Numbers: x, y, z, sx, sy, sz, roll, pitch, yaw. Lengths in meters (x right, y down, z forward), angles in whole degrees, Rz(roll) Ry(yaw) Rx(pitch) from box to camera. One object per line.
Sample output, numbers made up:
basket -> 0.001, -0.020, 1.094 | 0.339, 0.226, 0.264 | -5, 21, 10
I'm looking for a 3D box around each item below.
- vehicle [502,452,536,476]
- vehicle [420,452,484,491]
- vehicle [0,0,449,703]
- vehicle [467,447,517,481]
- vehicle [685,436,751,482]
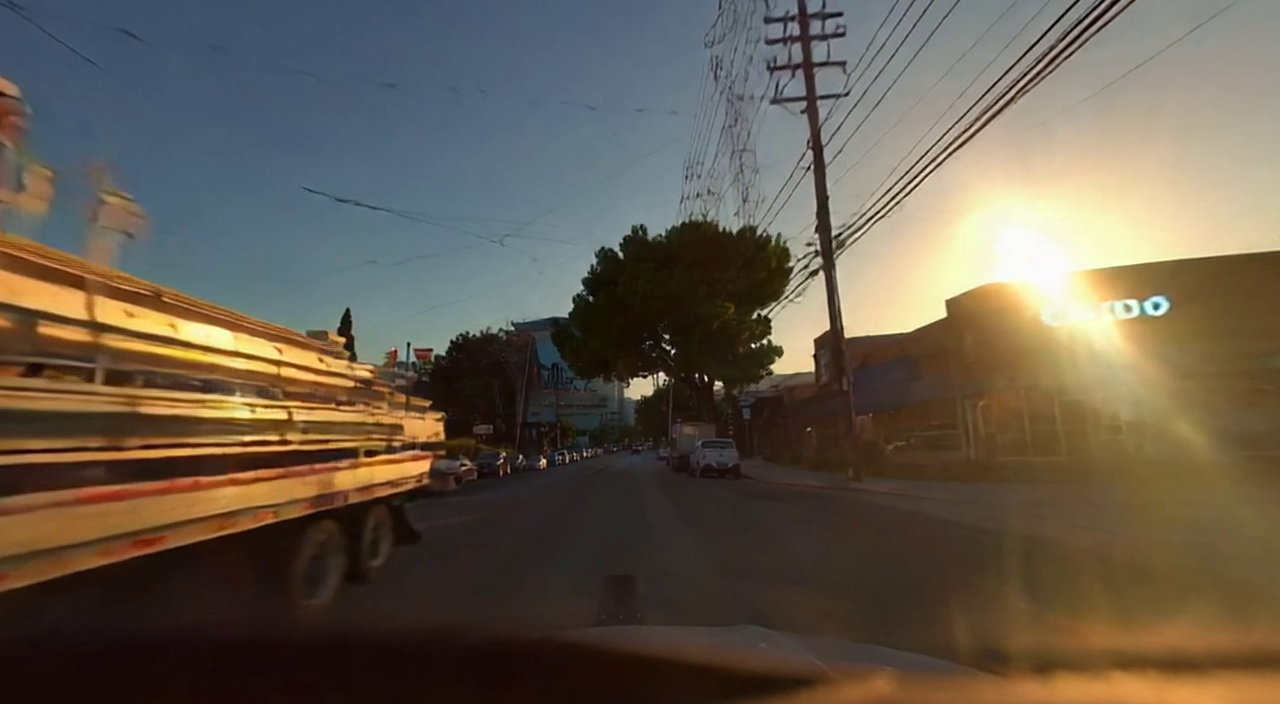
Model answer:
vehicle -> -8.460, 7.819, 44.342 | 1.678, 1.468, 3.706 | -1, -8, 0
vehicle -> -8.423, 5.349, 28.679 | 1.704, 1.464, 4.089 | -2, -7, 0
vehicle -> -3.773, -0.017, 1.395 | 2.994, 3.308, 12.131 | 0, -8, 0
vehicle -> -8.432, 6.386, 36.415 | 1.882, 1.639, 4.187 | -3, -7, -1
vehicle -> 3.239, 4.548, 27.240 | 2.097, 1.784, 4.915 | 0, -8, -1
